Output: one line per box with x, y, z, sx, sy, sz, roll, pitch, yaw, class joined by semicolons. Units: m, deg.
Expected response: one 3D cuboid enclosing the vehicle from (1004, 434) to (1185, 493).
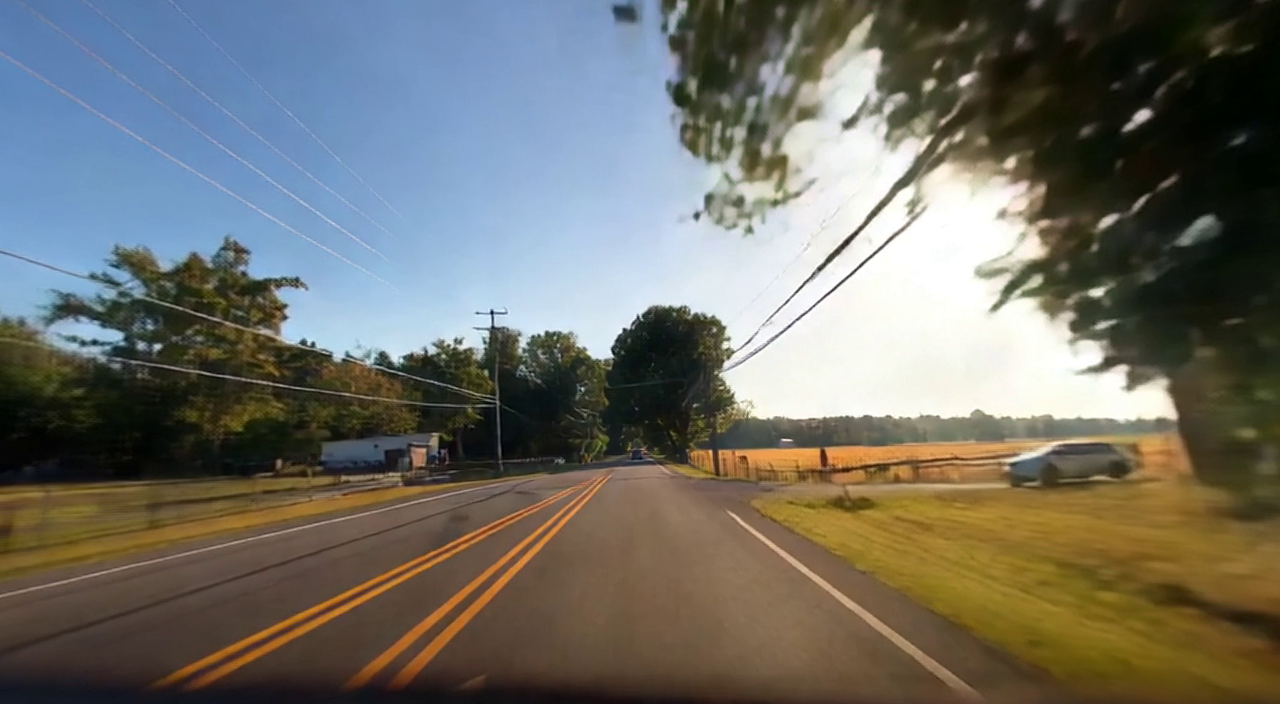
14.833;3.630;20.820;4.400;1.462;1.884;-5;-7;1;vehicle
